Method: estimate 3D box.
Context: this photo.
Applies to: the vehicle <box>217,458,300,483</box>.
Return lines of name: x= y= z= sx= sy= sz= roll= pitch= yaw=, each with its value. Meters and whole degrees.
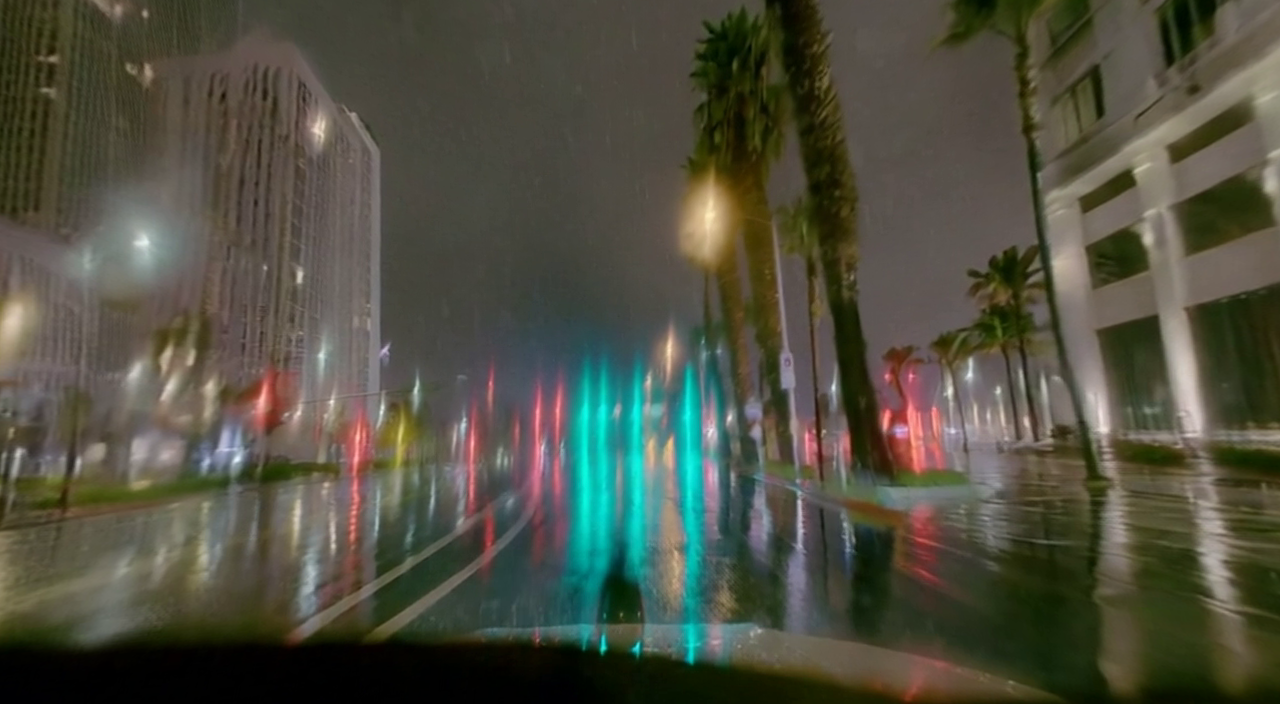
vehicle: x=-28.629 y=8.880 z=47.554 sx=1.979 sy=1.644 sz=4.875 roll=-5 pitch=-10 yaw=30
